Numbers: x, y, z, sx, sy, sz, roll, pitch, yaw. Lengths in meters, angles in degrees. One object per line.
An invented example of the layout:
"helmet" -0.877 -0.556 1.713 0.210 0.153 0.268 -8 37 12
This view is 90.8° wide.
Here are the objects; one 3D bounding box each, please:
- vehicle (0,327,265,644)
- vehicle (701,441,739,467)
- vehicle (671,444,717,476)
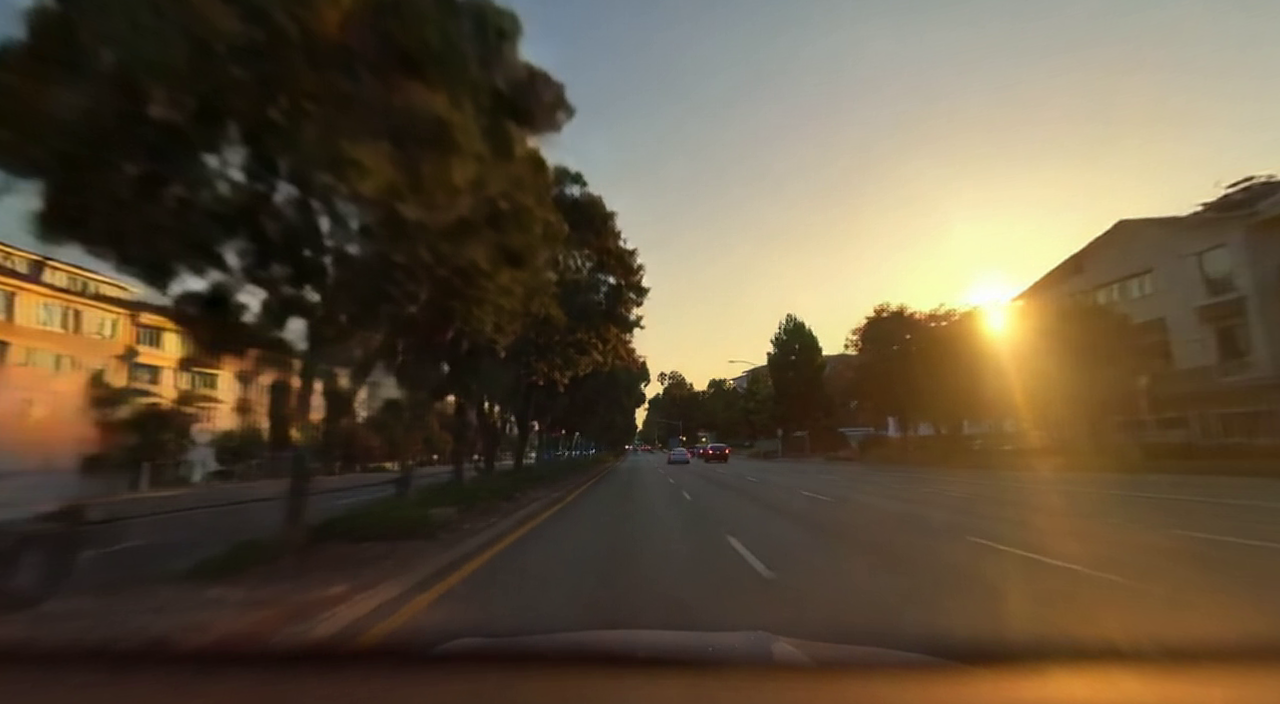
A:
"vehicle" -5.640 0.929 4.375 2.425 2.167 5.888 0 -9 0
"vehicle" 5.727 7.347 45.601 1.946 1.773 4.641 0 -9 -2
"vehicle" 2.777 5.694 33.599 1.917 1.538 4.259 0 -9 -2
